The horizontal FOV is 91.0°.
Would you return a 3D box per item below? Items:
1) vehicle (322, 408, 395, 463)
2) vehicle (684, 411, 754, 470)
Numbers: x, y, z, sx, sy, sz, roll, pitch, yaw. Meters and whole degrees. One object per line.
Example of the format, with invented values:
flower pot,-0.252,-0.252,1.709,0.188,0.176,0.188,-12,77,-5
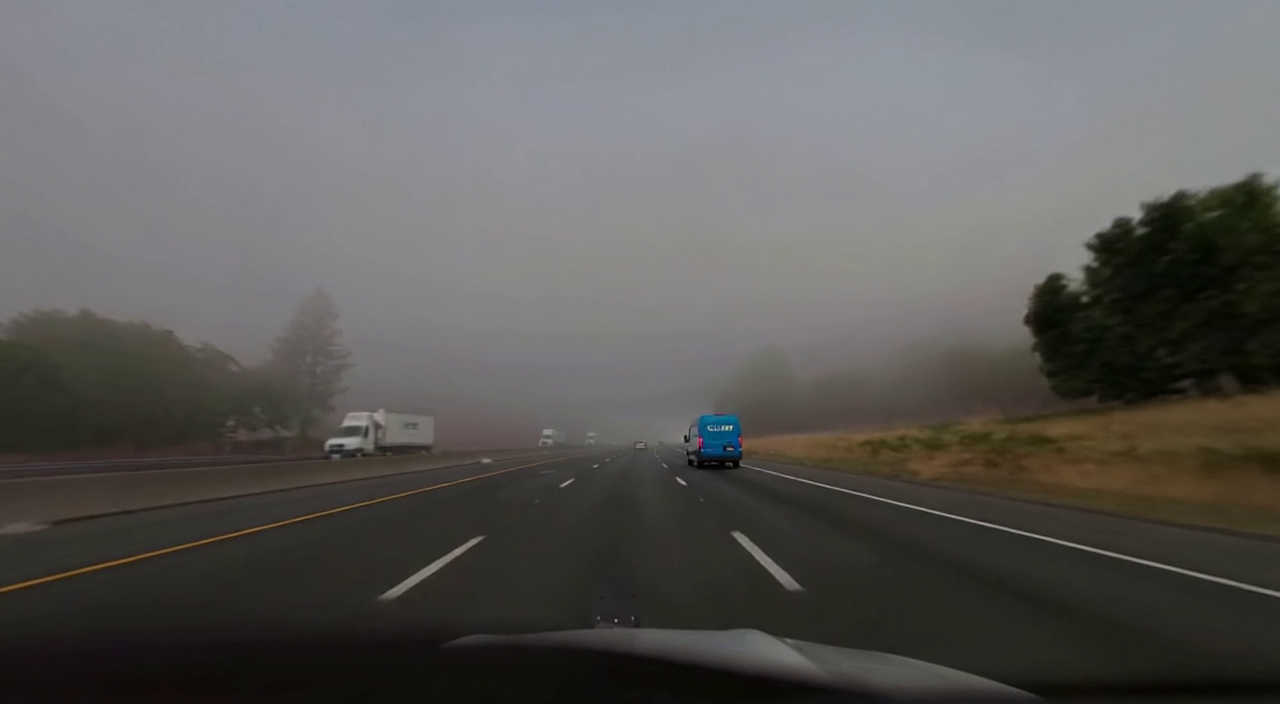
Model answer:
vehicle,-22.143,6.649,49.911,2.928,3.992,6.013,-1,-8,1
vehicle,3.695,4.317,30.605,2.485,2.562,5.535,0,-8,-2
